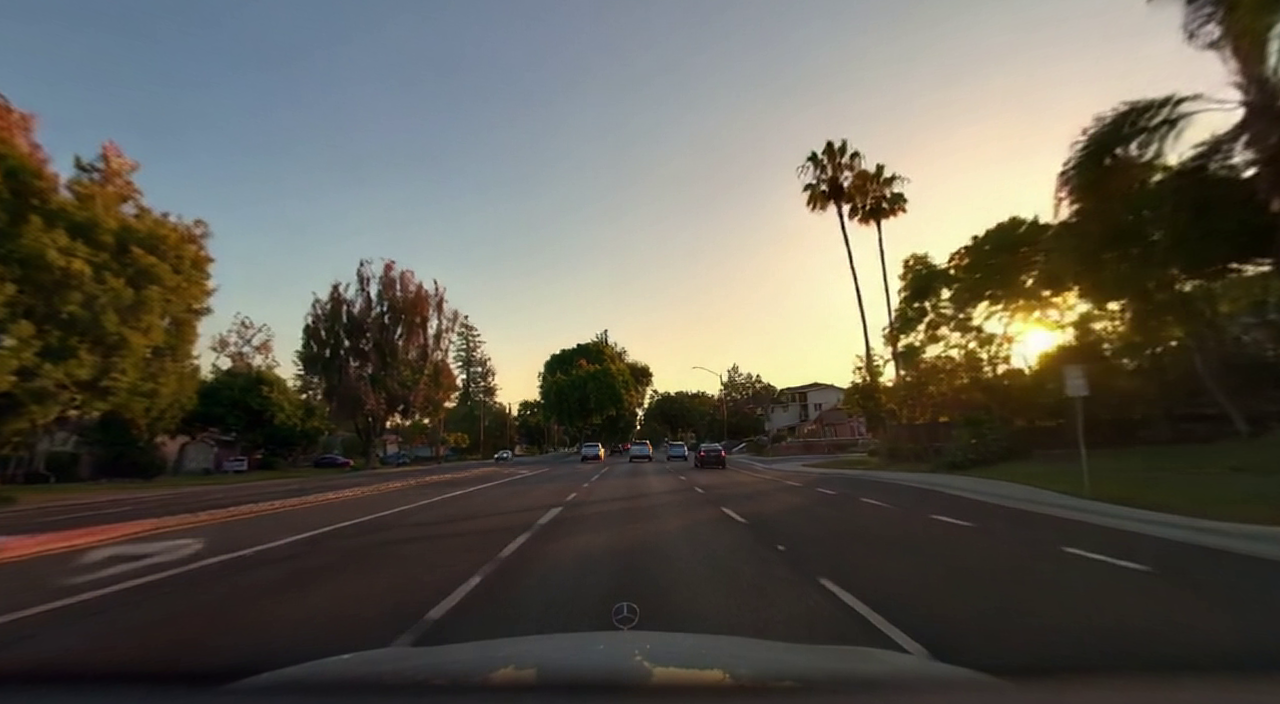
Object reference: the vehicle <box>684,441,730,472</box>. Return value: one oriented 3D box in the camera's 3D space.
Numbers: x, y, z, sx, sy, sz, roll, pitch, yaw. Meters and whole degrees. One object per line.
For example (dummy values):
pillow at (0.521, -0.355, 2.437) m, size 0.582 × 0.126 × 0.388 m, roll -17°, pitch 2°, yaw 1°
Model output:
vehicle at (3.367, 5.336, 32.558) m, size 1.830 × 1.451 × 4.009 m, roll 0°, pitch -8°, yaw -2°

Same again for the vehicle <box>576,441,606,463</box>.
vehicle at (-3.686, 7.564, 48.104) m, size 2.000 × 1.569 × 3.794 m, roll 0°, pitch -8°, yaw -1°

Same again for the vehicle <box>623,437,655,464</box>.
vehicle at (-0.114, 6.740, 43.259) m, size 2.043 × 1.734 × 4.253 m, roll 0°, pitch -8°, yaw -1°
